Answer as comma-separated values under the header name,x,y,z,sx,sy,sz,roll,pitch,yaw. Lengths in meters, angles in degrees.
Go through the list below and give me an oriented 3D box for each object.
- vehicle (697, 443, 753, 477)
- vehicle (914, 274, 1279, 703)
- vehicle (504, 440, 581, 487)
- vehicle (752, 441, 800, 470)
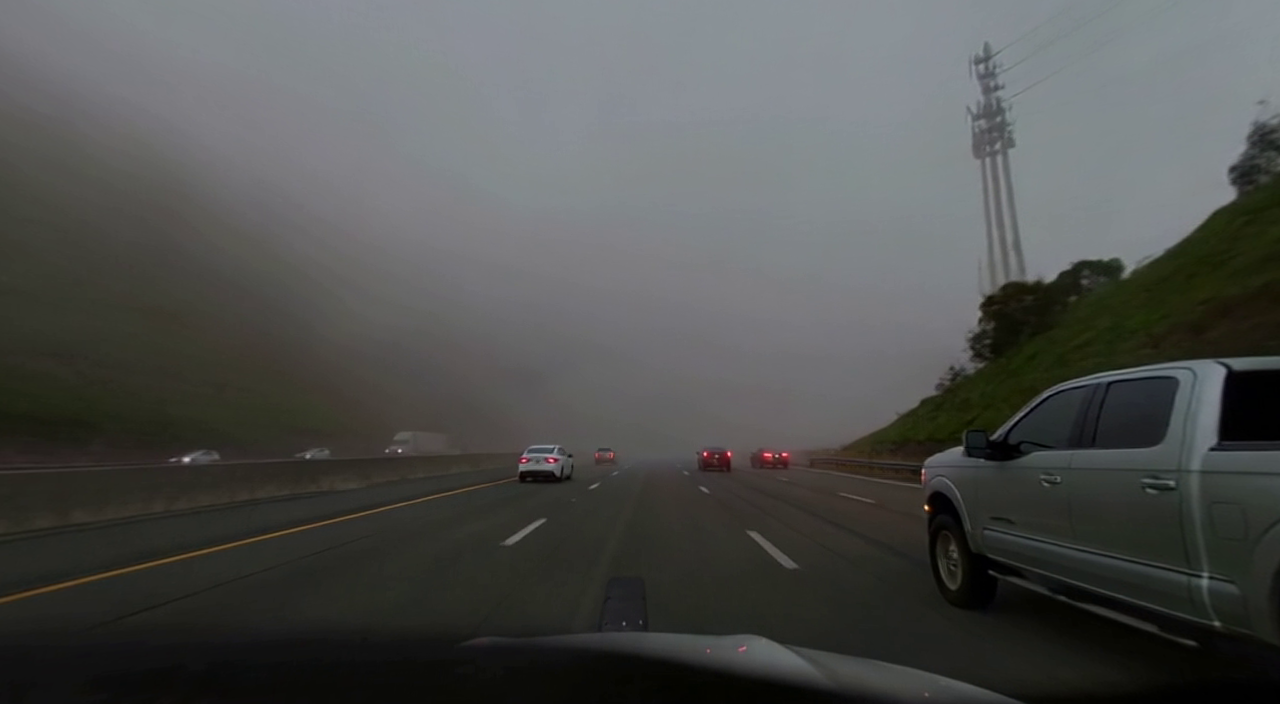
name,x,y,z,sx,sy,sz,roll,pitch,yaw
vehicle,3.950,5.090,29.914,2.046,1.471,4.333,0,-8,0
vehicle,3.442,0.757,2.872,2.098,1.925,5.171,0,-8,1
vehicle,-3.630,4.254,24.437,2.113,1.636,4.494,-1,-8,2
vehicle,8.274,6.311,38.745,1.986,1.633,4.430,0,-8,1
